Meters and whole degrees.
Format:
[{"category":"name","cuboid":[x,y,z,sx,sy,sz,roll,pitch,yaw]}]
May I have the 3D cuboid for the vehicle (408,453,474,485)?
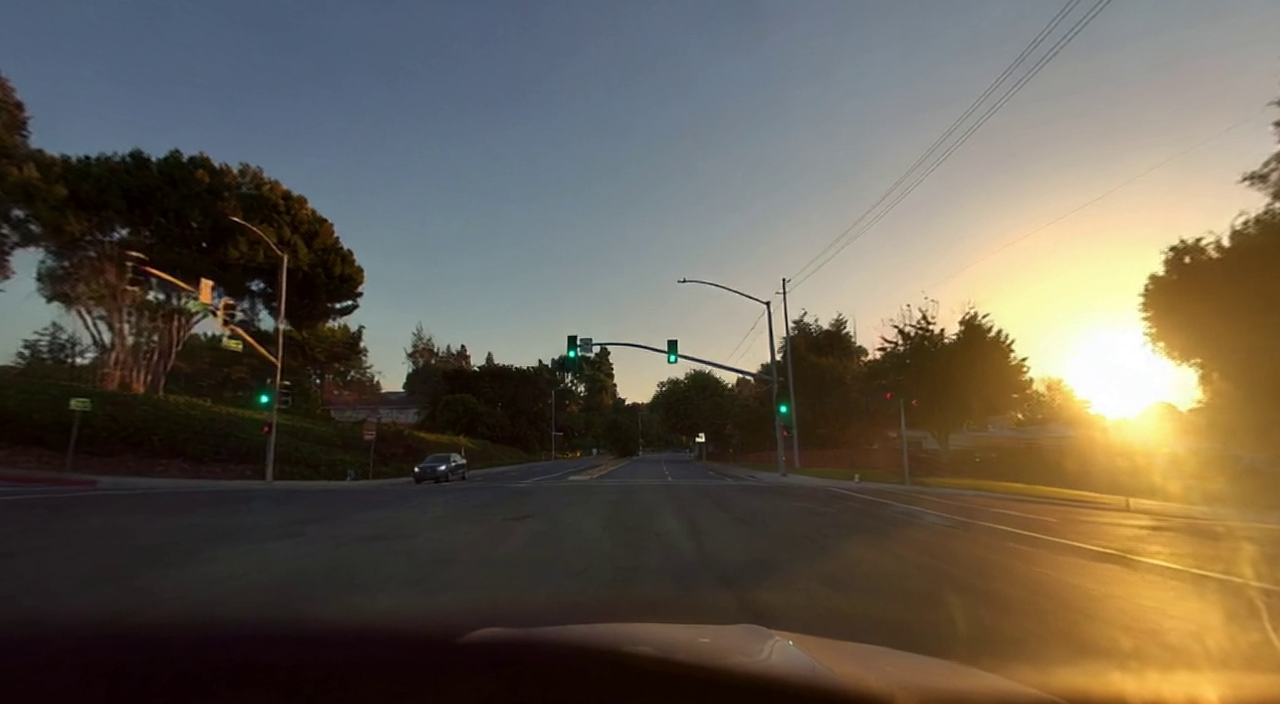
[{"category":"vehicle","cuboid":[-10.370,6.120,33.273,1.983,1.482,4.190,-1,-9,1]}]
